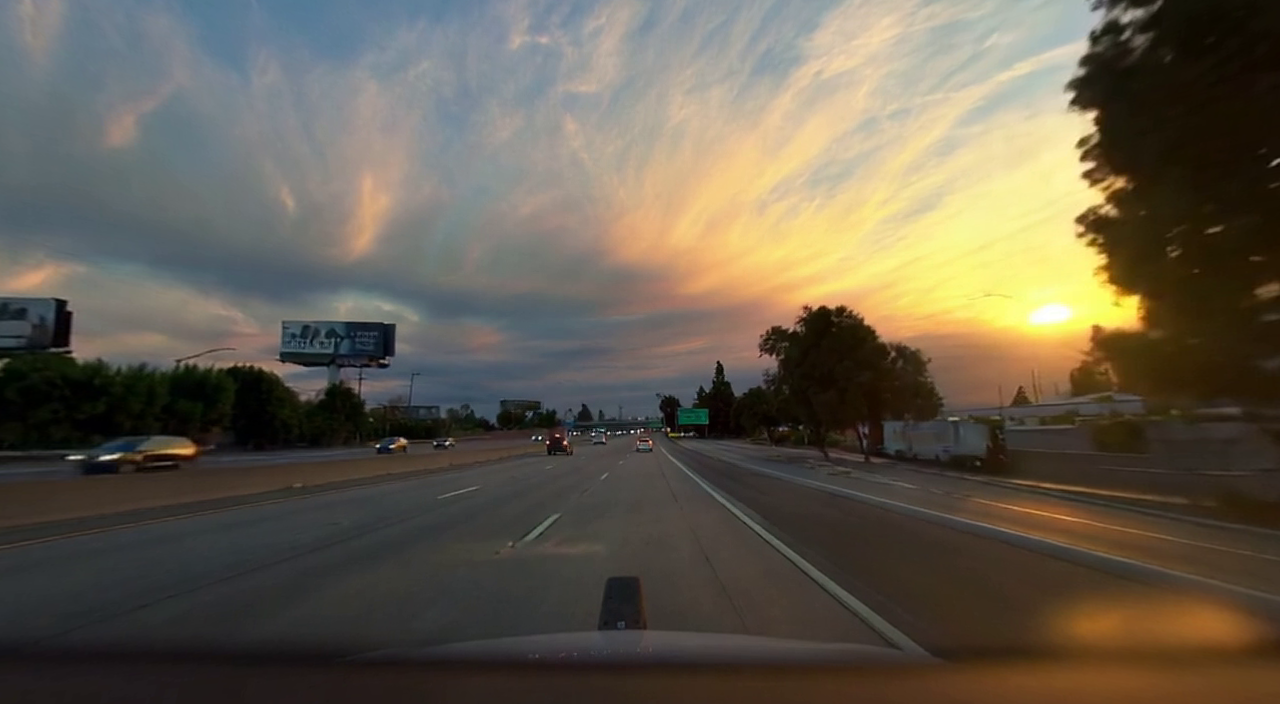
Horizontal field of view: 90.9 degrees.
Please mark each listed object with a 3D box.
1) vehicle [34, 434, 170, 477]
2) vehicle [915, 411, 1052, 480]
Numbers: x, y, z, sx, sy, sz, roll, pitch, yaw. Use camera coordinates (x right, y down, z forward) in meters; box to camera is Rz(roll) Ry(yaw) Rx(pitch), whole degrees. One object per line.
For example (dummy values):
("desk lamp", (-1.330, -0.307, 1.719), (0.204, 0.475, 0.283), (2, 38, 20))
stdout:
("vehicle", (-18.650, 3.591, 22.057), (1.668, 1.388, 3.393), (0, -8, 1))
("vehicle", (18.870, 5.129, 35.333), (3.098, 3.410, 7.172), (0, -7, -5))
